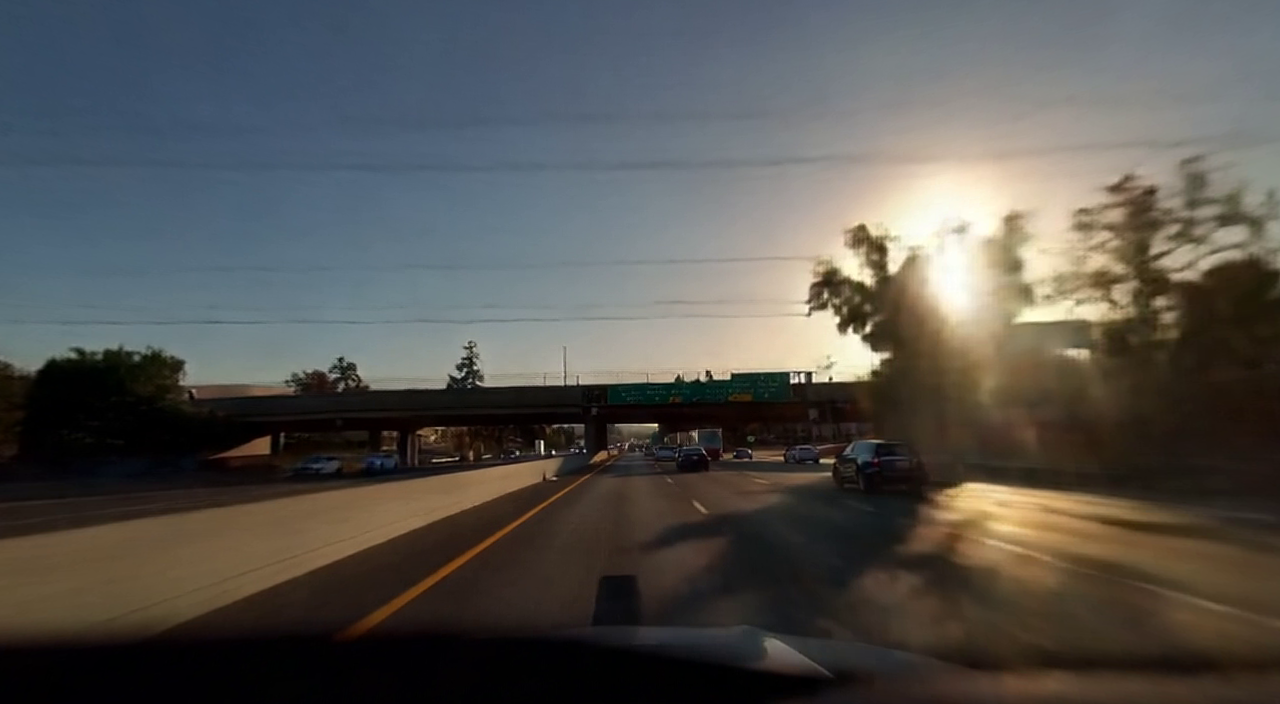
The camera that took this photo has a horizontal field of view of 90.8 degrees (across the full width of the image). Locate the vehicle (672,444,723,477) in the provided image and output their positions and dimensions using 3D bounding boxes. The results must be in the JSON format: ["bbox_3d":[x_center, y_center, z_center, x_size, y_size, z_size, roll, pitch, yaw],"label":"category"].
[{"bbox_3d":[2.773,5.346,31.488,1.993,1.507,4.594,0,-8,-2],"label":"vehicle"}]

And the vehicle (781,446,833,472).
[{"bbox_3d":[9.766,6.257,37.285,1.838,1.440,4.121,0,-8,-2],"label":"vehicle"}]

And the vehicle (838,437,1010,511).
[{"bbox_3d":[6.541,2.833,15.255,1.952,1.489,4.483,0,-8,-2],"label":"vehicle"}]
